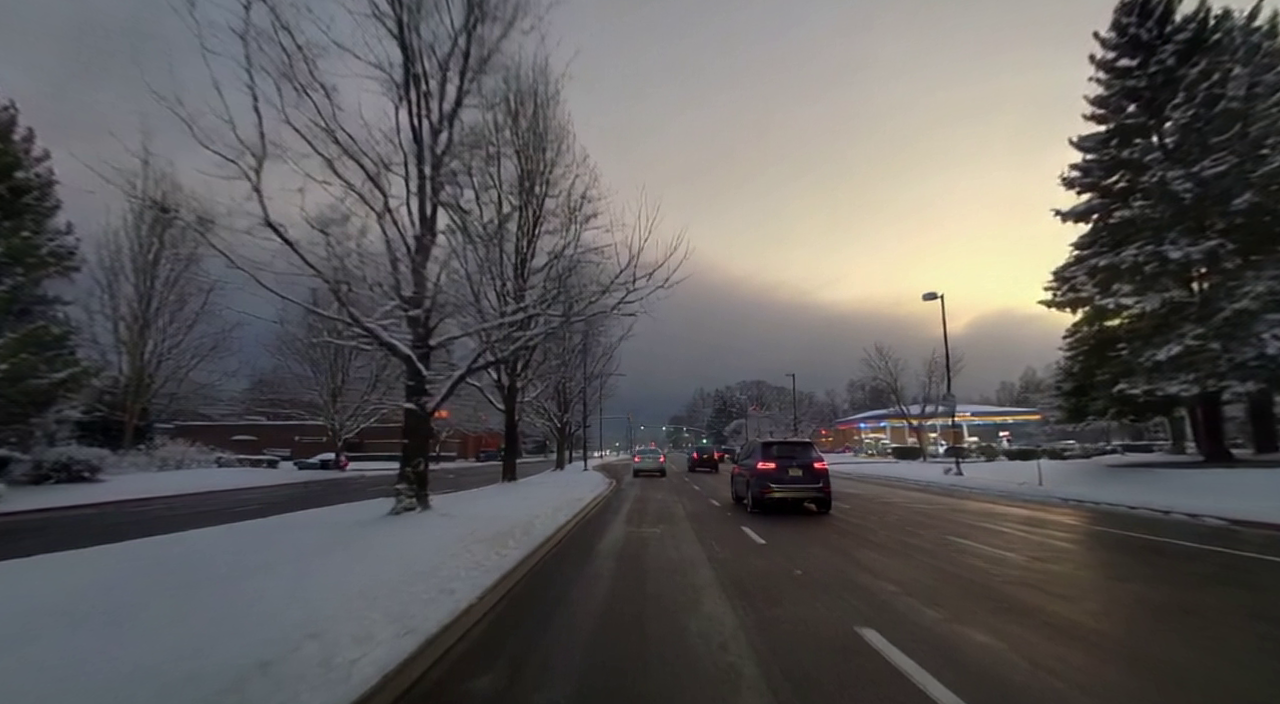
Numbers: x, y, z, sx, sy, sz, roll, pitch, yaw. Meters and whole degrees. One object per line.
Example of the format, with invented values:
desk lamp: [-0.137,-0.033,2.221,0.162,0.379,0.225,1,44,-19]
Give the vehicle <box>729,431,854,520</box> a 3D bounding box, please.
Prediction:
vehicle: [3.293,2.747,14.538,1.872,1.752,3.896,0,-8,0]

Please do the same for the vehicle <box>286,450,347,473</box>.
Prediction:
vehicle: [-24.995,8.435,48.741,3.782,1.699,1.867,7,-11,-43]

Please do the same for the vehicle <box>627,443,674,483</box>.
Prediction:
vehicle: [0.449,4.984,28.569,1.991,1.664,3.814,0,-8,0]

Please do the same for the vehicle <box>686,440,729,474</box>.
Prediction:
vehicle: [4.193,6.580,39.858,2.154,1.975,4.634,0,-8,0]
